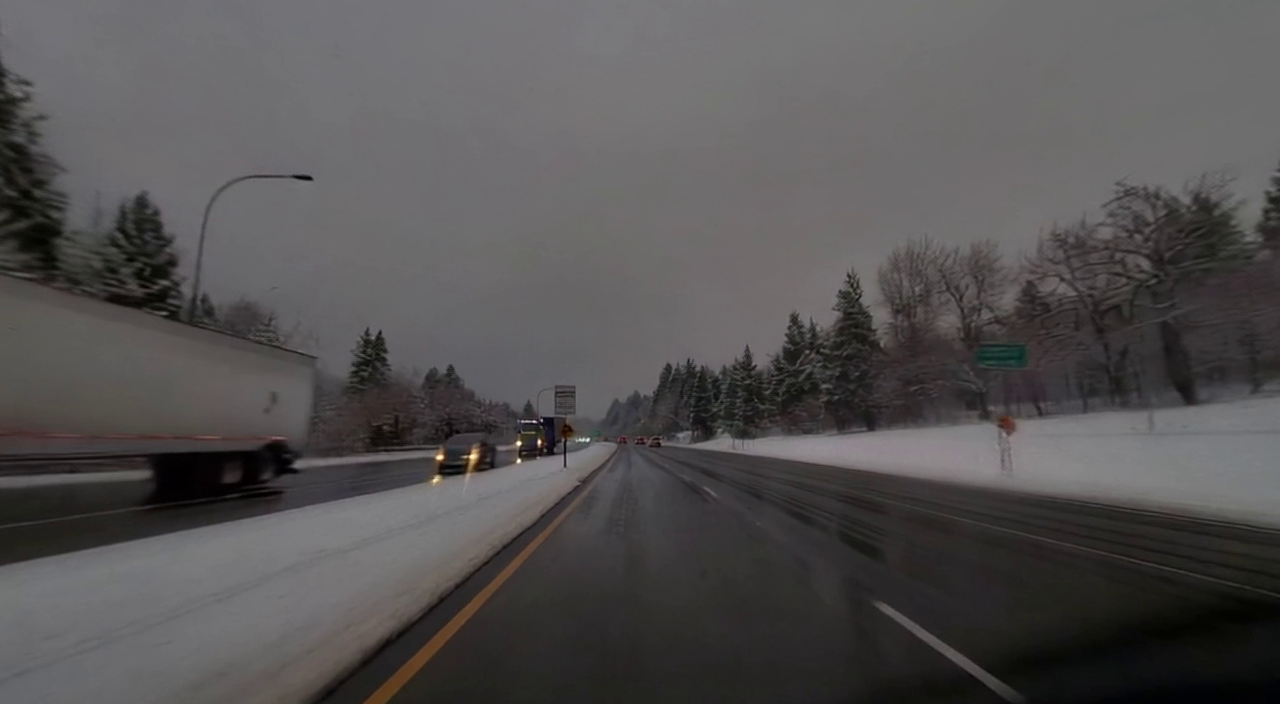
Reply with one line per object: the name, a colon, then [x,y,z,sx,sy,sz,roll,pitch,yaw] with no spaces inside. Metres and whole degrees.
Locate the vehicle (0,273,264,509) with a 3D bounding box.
vehicle: [-11.775,0.666,10.375,3.077,3.738,13.263,0,-8,-1]

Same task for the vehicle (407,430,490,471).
vehicle: [-7.955,4.147,26.659,1.993,1.550,4.775,0,-8,0]
